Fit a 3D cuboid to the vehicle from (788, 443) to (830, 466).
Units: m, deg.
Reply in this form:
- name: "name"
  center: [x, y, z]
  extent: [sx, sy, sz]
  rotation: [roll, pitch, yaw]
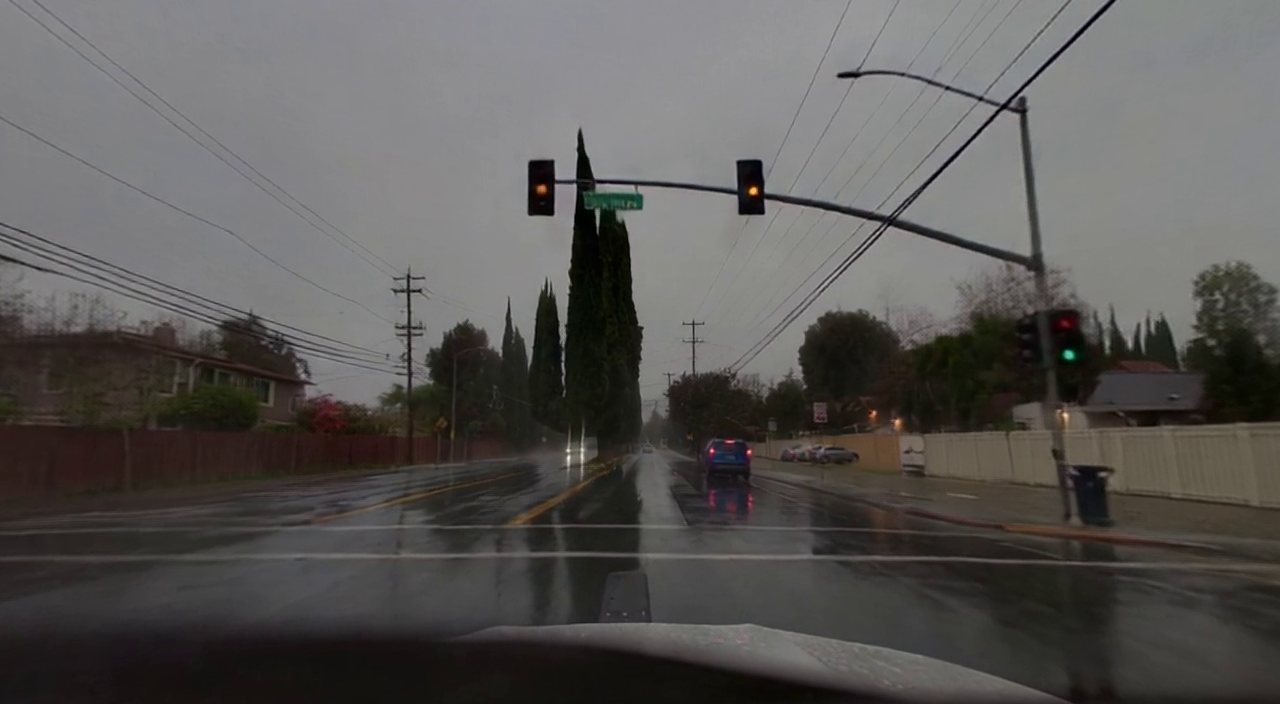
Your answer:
- name: "vehicle"
  center: [12.485, 7.566, 46.796]
  extent: [1.970, 1.561, 4.725]
  rotation: [-1, -9, 3]

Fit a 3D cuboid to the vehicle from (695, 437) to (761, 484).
- name: "vehicle"
  center: [3.761, 4.737, 27.794]
  extent: [2.144, 1.843, 4.827]
  rotation: [0, -9, -1]

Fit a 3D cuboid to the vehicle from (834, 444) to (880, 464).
- name: "vehicle"
  center: [16.219, 7.616, 47.288]
  extent: [1.747, 1.405, 4.372]
  rotation: [0, -8, -2]

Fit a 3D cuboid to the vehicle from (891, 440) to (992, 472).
- name: "vehicle"
  center: [15.411, 5.326, 32.370]
  extent: [4.135, 1.558, 1.929]
  rotation: [0, -8, 1]
